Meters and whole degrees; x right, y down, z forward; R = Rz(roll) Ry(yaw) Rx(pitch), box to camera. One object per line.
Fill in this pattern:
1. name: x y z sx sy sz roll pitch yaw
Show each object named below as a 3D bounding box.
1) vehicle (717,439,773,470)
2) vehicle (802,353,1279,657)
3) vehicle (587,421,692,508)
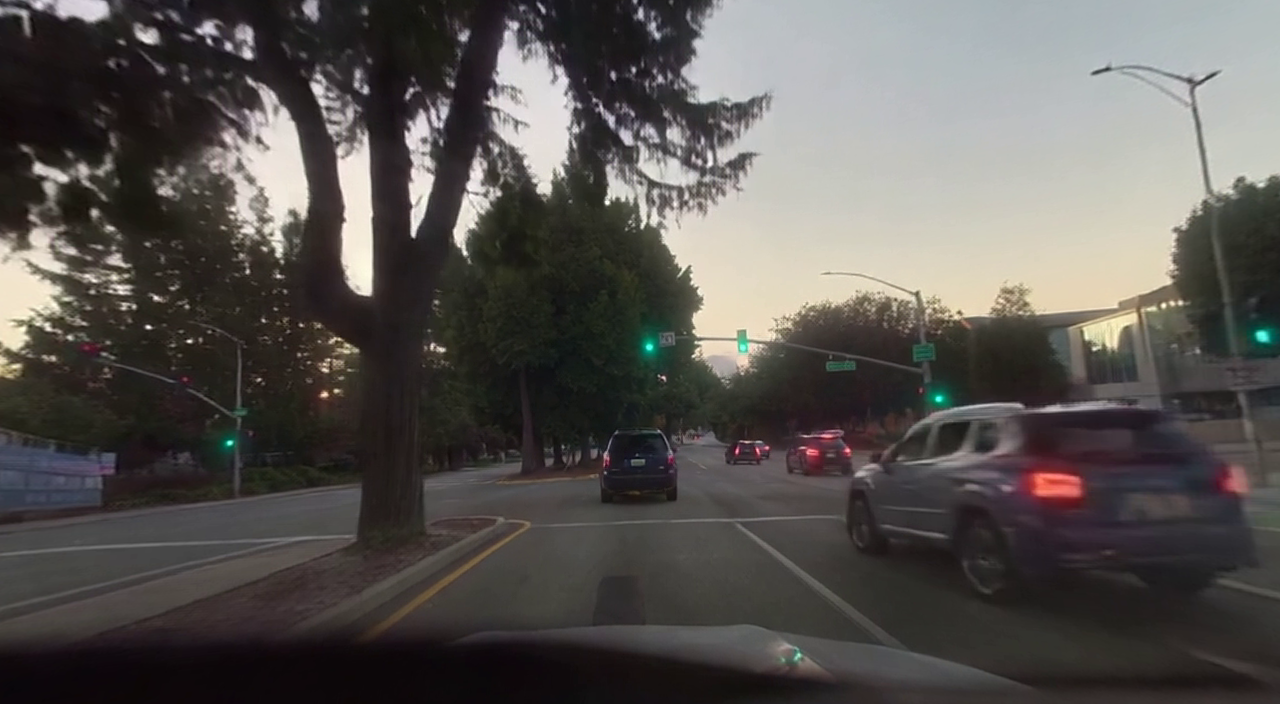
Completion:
1. vehicle: 6.339 6.296 38.930 2.440 1.775 4.791 0 -9 -2
2. vehicle: 3.399 1.290 6.420 2.057 1.788 5.216 -1 -9 0
3. vehicle: -0.059 2.834 16.237 2.353 1.894 4.122 0 -9 -1
